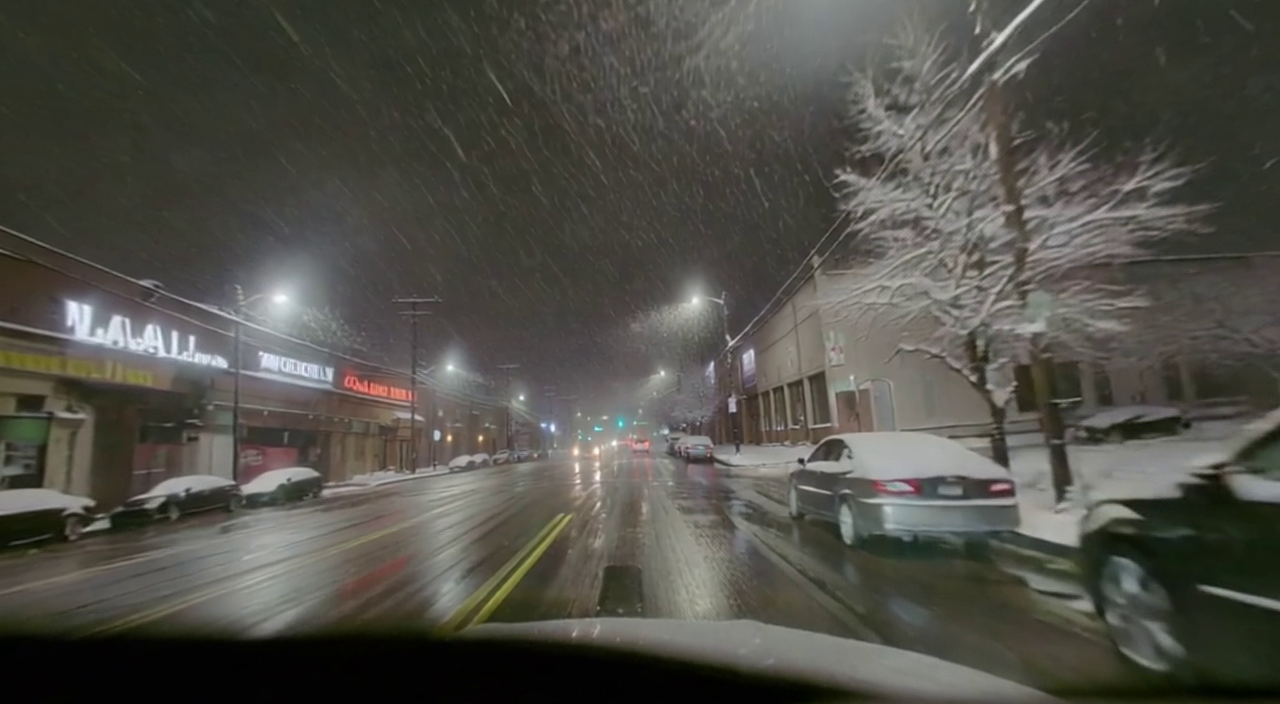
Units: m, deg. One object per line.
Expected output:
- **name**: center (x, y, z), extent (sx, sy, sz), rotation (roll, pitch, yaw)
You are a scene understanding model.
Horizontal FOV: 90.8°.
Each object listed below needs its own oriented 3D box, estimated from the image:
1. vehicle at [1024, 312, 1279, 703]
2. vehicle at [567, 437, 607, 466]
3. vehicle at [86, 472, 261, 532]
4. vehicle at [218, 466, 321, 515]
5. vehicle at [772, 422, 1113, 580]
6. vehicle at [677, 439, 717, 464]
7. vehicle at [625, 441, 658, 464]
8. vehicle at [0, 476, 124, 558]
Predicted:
- **vehicle**: center (3.576, 0.603, 1.462), extent (2.282, 1.783, 4.796), rotation (0, -8, -1)
- **vehicle**: center (-3.467, 6.669, 42.566), extent (2.348, 1.831, 4.737), rotation (0, -8, -1)
- **vehicle**: center (-15.762, 5.063, 21.845), extent (2.081, 1.549, 5.190), rotation (0, -8, 0)
- **vehicle**: center (-15.638, 5.829, 26.929), extent (1.793, 1.437, 4.415), rotation (-5, -7, -1)
- **vehicle**: center (3.391, 1.749, 8.332), extent (2.057, 1.490, 4.422), rotation (0, -8, -4)
- **vehicle**: center (3.596, 6.393, 40.663), extent (2.042, 1.487, 5.033), rotation (0, -8, -1)
- **vehicle**: center (0.055, 6.664, 42.123), extent (2.099, 1.470, 4.270), rotation (0, -8, -1)
- **vehicle**: center (-15.477, 4.078, 15.324), extent (1.957, 1.534, 5.028), rotation (-5, -7, -3)
